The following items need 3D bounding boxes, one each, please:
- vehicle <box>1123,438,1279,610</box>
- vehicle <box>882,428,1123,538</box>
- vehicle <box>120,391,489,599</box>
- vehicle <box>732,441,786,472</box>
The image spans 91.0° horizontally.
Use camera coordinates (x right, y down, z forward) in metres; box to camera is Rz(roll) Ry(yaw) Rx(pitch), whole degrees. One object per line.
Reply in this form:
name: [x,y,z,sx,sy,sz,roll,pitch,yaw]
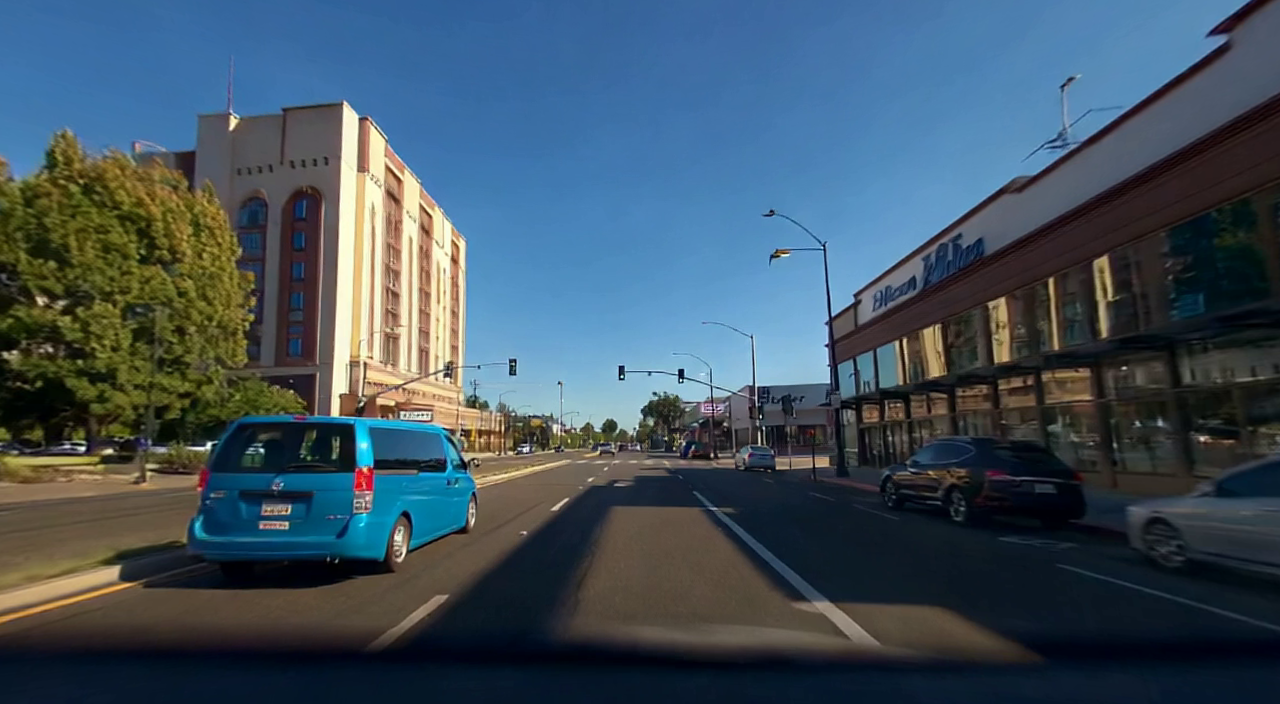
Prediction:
vehicle: [6.451,1.420,4.908,1.796,1.474,4.449,0,-8,0]
vehicle: [6.418,2.323,11.864,1.913,1.664,4.246,0,-8,-1]
vehicle: [-3.258,1.467,7.201,2.080,1.722,3.766,0,-8,0]
vehicle: [6.391,5.648,34.401,1.967,1.534,4.683,0,-8,-1]
